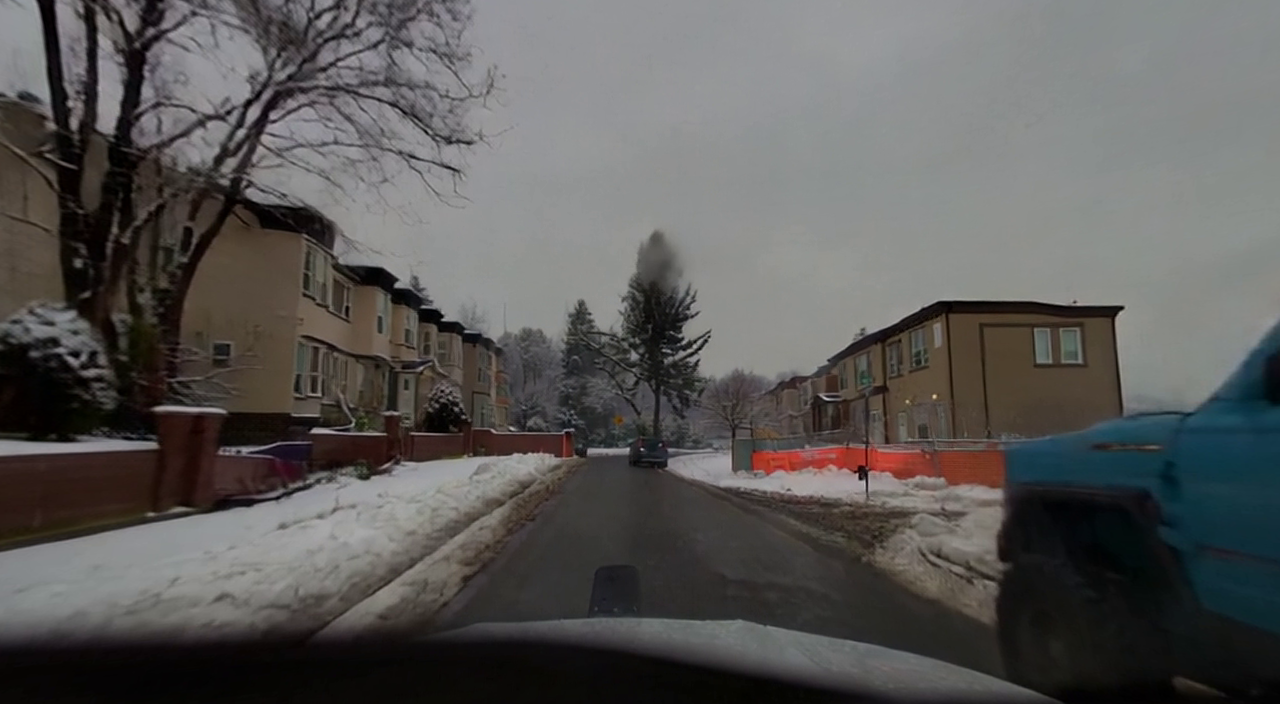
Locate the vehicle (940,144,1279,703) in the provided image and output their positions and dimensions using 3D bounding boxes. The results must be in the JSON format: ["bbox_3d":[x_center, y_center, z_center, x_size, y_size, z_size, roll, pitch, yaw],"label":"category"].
[{"bbox_3d":[3.336,0.699,3.575,1.758,2.572,2.706,8,-13,-6],"label":"vehicle"}]

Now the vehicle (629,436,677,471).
[{"bbox_3d":[0.622,5.402,33.835,2.066,1.739,4.234,1,-8,-6],"label":"vehicle"}]
